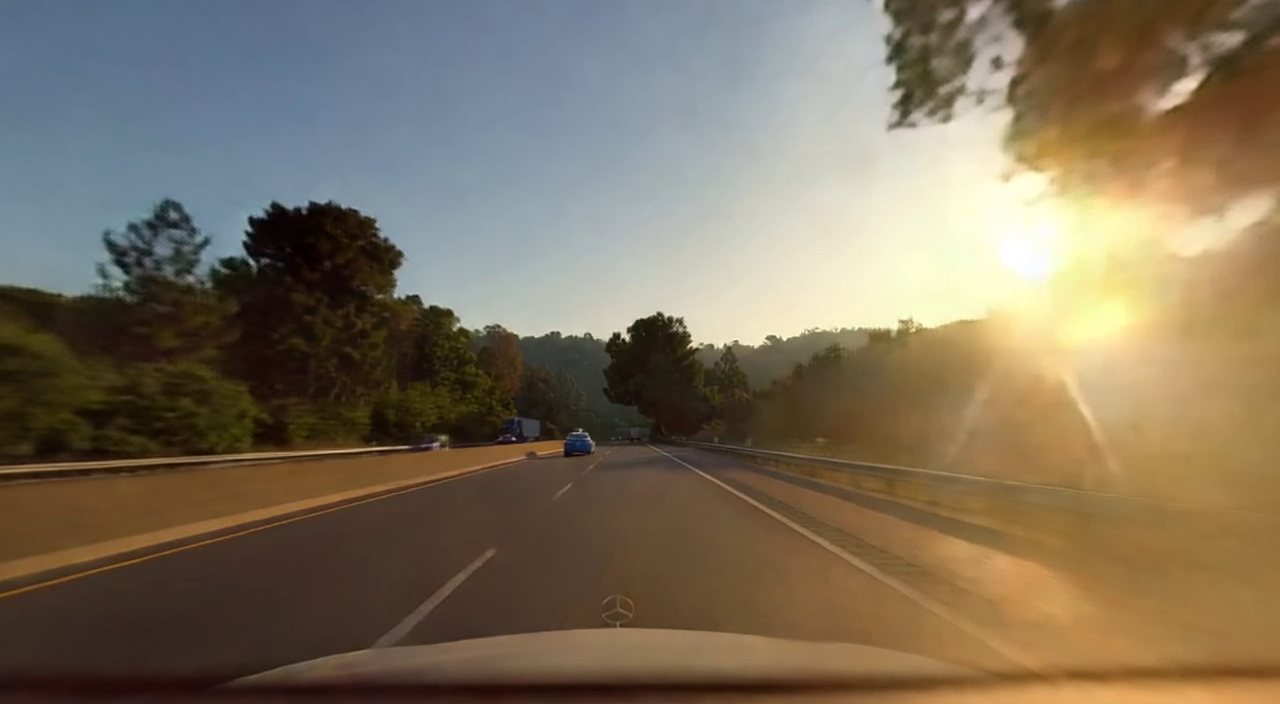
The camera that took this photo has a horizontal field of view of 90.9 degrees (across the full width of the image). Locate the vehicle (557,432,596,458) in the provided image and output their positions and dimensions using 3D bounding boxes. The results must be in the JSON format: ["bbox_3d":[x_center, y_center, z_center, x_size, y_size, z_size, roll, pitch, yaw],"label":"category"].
[{"bbox_3d":[-3.864,5.729,39.011,2.085,1.479,3.846,0,-8,-1],"label":"vehicle"}]

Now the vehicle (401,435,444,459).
[{"bbox_3d":[-14.281,6.239,41.584,1.584,1.442,3.502,0,-8,0],"label":"vehicle"}]
